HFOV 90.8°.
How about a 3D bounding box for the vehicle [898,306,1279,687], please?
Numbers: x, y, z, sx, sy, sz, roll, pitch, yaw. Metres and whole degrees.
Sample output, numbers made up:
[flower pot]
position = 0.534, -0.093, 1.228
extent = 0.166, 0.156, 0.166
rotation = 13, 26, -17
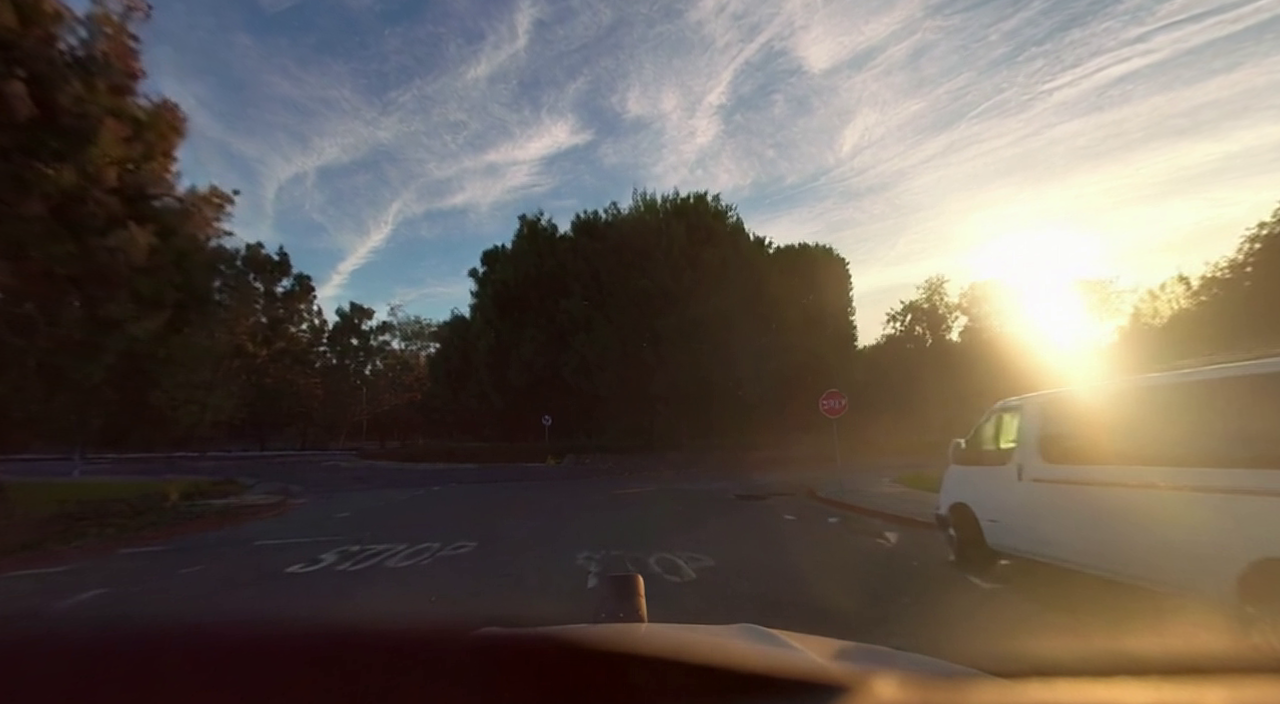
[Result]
[vehicle]
position = 5.016, 1.106, 5.470
extent = 2.659, 2.245, 5.991
rotation = 1, -8, -4
